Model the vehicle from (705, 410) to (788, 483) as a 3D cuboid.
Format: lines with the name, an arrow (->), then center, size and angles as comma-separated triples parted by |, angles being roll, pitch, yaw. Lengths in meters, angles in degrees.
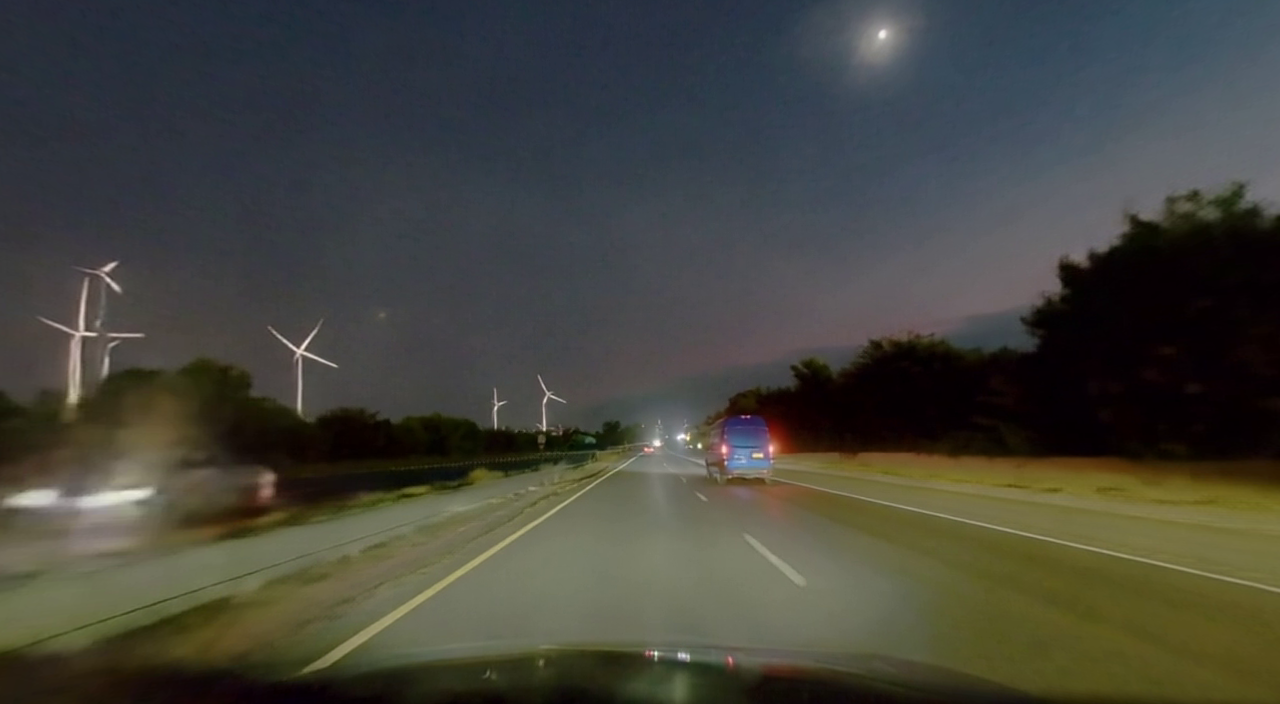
vehicle -> 4.342, 4.013, 26.777 | 2.437, 2.735, 5.507 | 0, -9, -1

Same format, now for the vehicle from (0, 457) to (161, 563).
vehicle -> -10.109, 2.440, 10.012 | 1.914, 1.446, 3.942 | 0, -9, -1
